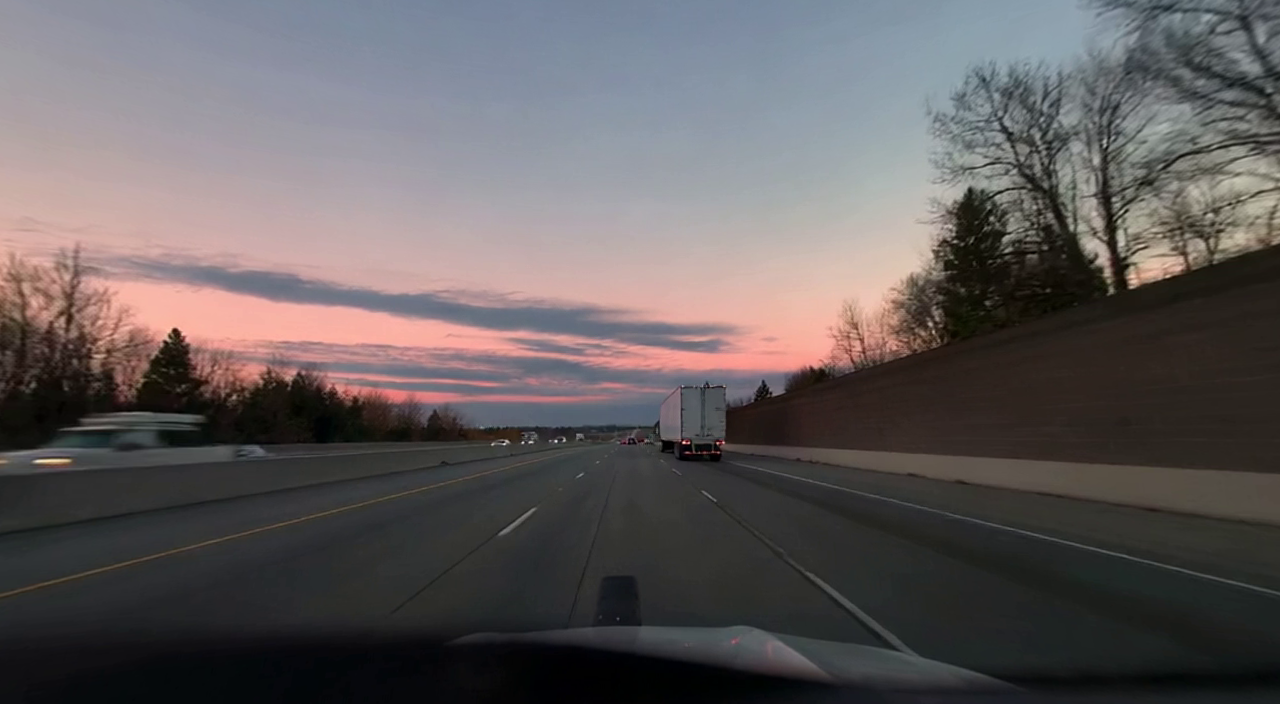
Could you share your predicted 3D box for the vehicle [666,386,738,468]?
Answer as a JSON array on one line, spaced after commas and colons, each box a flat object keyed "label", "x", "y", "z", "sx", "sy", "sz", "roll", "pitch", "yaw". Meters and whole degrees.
[{"label": "vehicle", "x": 3.485, "y": 4.802, "z": 39.910, "sx": 2.979, "sy": 4.161, "sz": 15.508, "roll": 0, "pitch": -7, "yaw": 0}]

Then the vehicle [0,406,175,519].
[{"label": "vehicle", "x": -12.053, "y": 2.133, "z": 12.519, "sx": 2.065, "sy": 1.928, "sz": 4.683, "roll": 0, "pitch": -8, "yaw": -2}]
